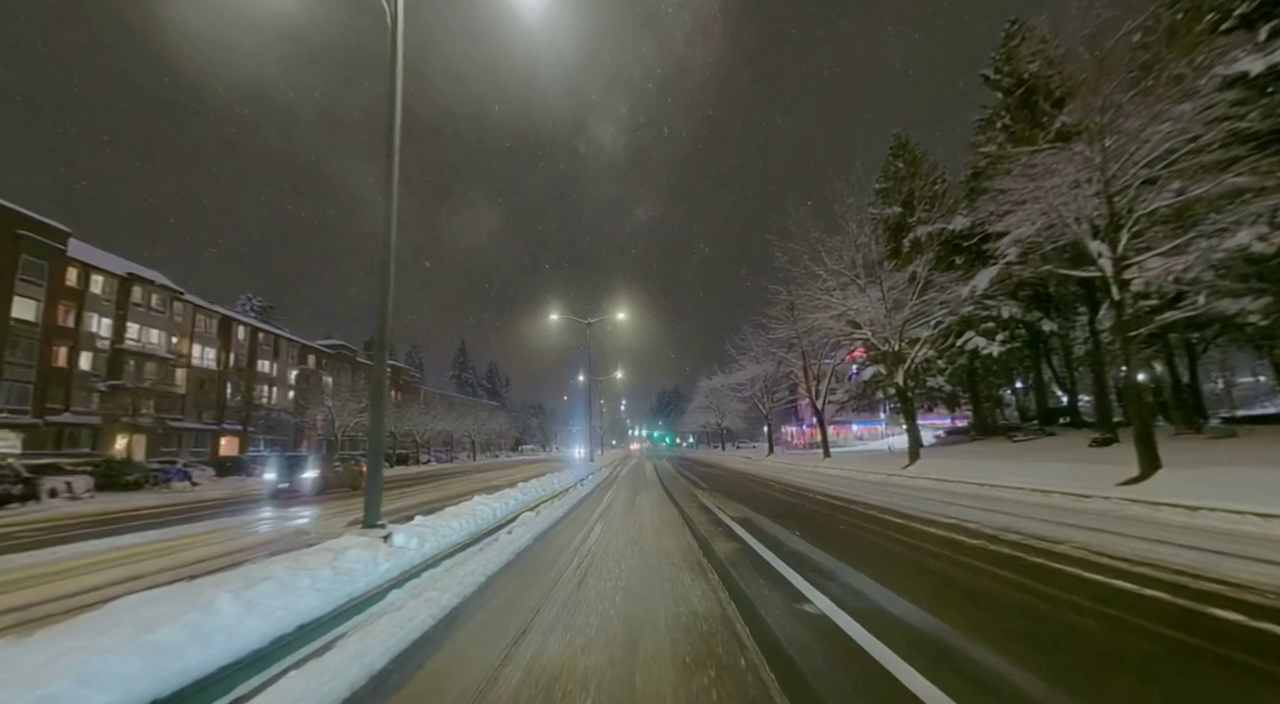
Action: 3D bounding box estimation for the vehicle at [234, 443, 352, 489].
[{"bbox_3d":[-16.214,5.347,30.029,2.288,1.938,5.710,0,-9,1],"label":"vehicle"}]

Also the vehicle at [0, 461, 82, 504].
[{"bbox_3d":[-26.185,5.354,26.041,4.265,1.640,1.935,4,-9,-25],"label":"vehicle"}]
